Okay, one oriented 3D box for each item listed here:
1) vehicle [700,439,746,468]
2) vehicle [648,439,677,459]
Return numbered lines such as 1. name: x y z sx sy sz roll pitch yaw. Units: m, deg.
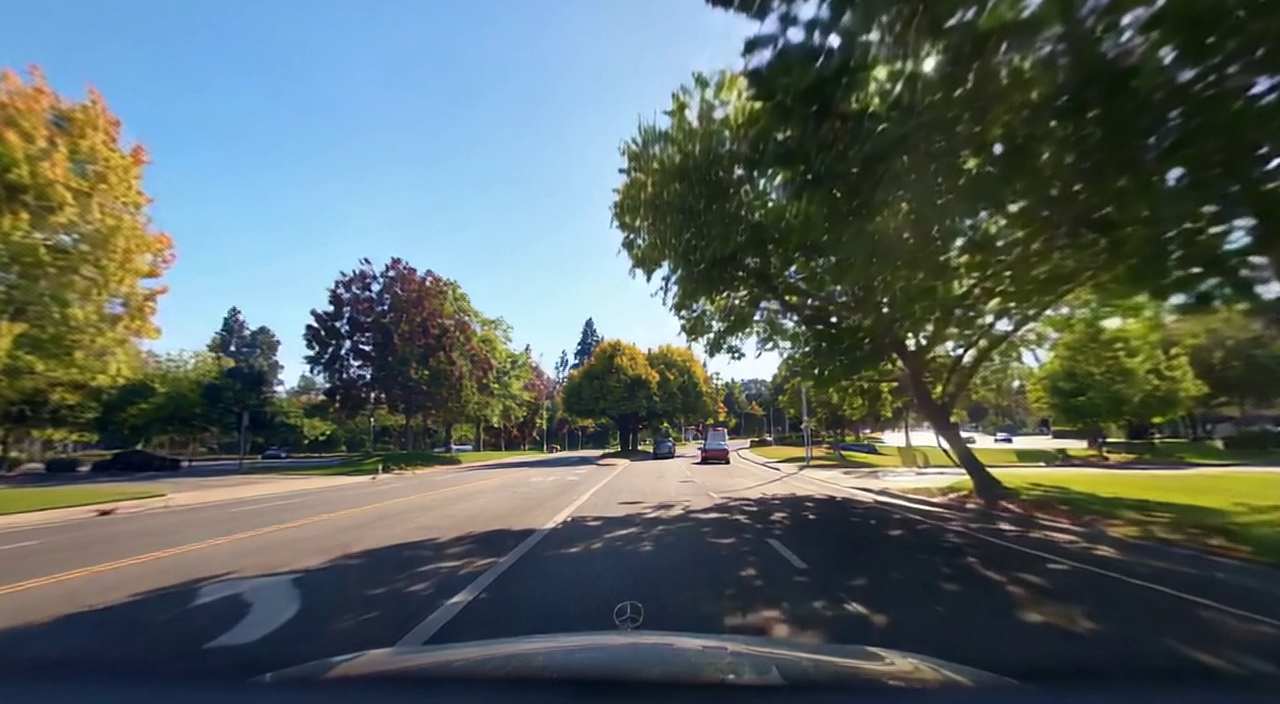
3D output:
1. vehicle: 4.524 5.608 35.009 1.989 1.497 4.436 0 -8 1
2. vehicle: 1.815 7.556 49.068 2.066 1.482 4.273 -1 -8 4
